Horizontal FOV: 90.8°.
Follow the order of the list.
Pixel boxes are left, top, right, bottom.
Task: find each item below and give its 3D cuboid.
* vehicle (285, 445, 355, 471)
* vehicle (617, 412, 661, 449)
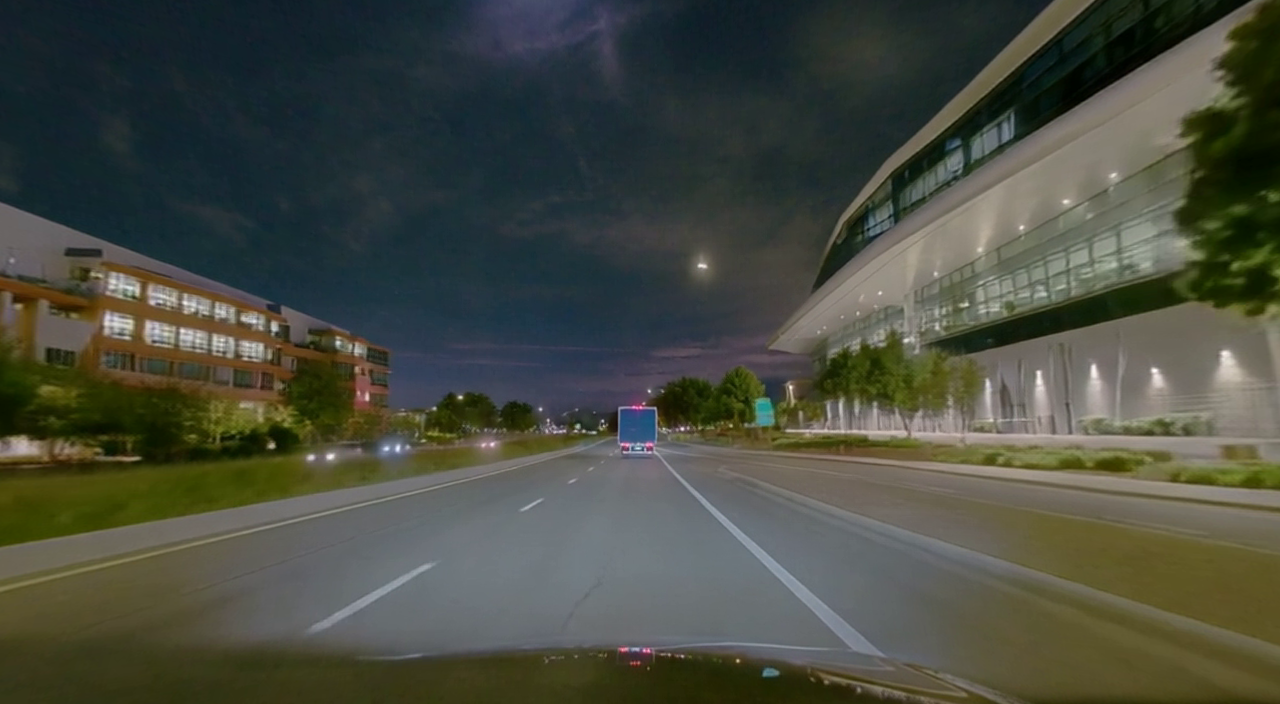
[{"bbox_3d":[-20.098,6.689,39.939,1.935,1.525,4.614,0,-9,0],"label":"vehicle"},{"bbox_3d":[-0.129,4.307,34.093,2.178,1.829,4.932,0,-9,-2],"label":"vehicle"}]
